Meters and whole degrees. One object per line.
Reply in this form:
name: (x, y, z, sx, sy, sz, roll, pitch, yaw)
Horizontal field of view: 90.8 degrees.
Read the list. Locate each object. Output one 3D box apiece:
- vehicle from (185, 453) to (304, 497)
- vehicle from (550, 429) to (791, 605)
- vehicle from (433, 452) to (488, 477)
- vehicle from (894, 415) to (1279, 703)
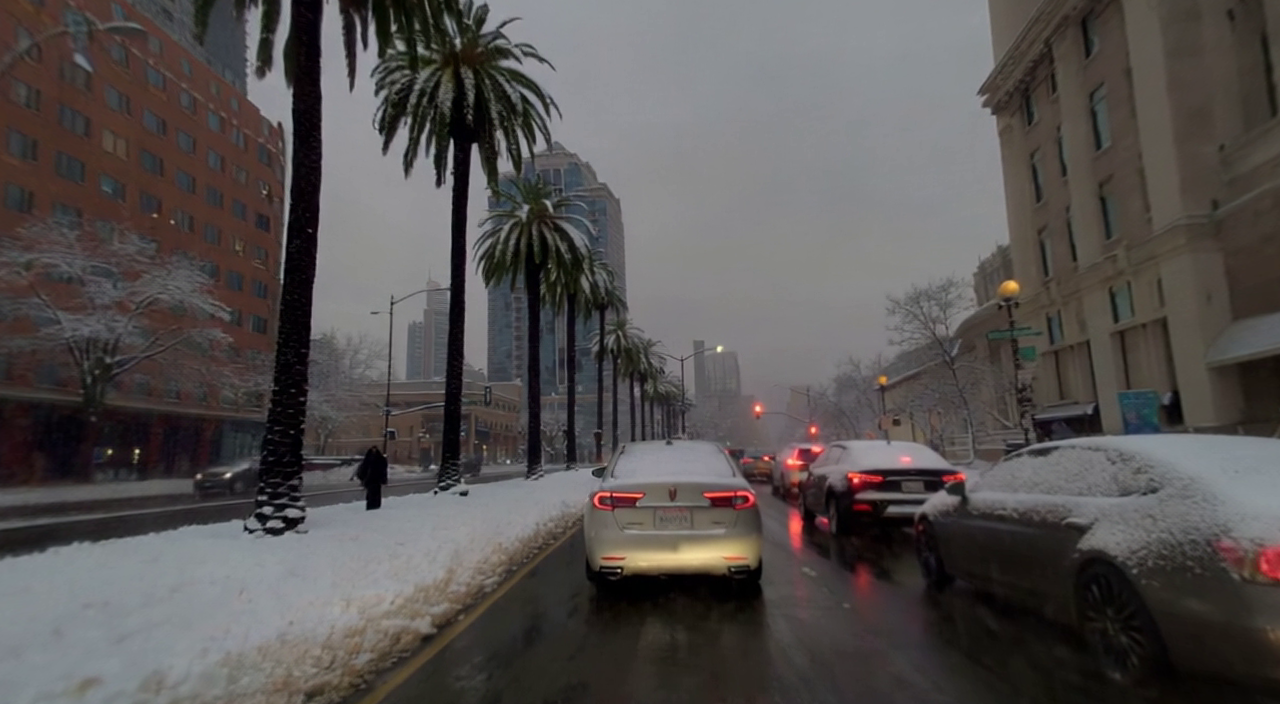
vehicle: (-15.873, 4.921, 25.617, 1.801, 1.563, 4.015, -2, -9, 9)
vehicle: (0.308, 1.713, 7.383, 2.078, 1.503, 3.681, -1, -9, 2)
vehicle: (-12.796, 8.057, 45.412, 2.078, 1.662, 4.436, -2, -9, 9)
vehicle: (3.640, 1.301, 4.580, 1.913, 1.469, 4.425, -1, -9, 2)
